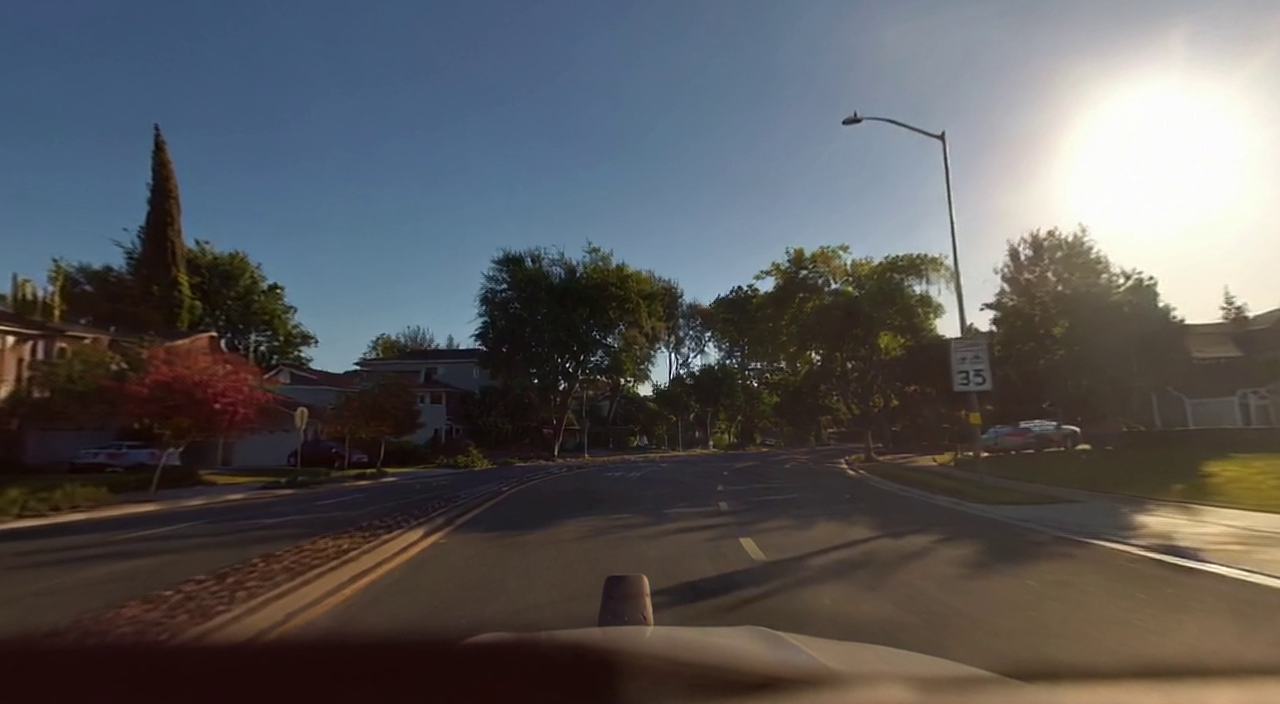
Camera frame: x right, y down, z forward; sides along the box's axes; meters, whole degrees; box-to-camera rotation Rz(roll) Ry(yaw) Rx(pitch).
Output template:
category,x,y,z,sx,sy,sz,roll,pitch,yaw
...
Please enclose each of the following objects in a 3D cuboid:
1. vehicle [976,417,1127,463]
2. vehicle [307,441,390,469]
category,x,y,z,sx,sy,sz,roll,pitch,yaw
vehicle,16.880,3.670,26.158,4.766,1.789,1.939,-3,-9,17
vehicle,-17.405,6.148,37.727,4.110,1.605,1.968,-2,-9,15
